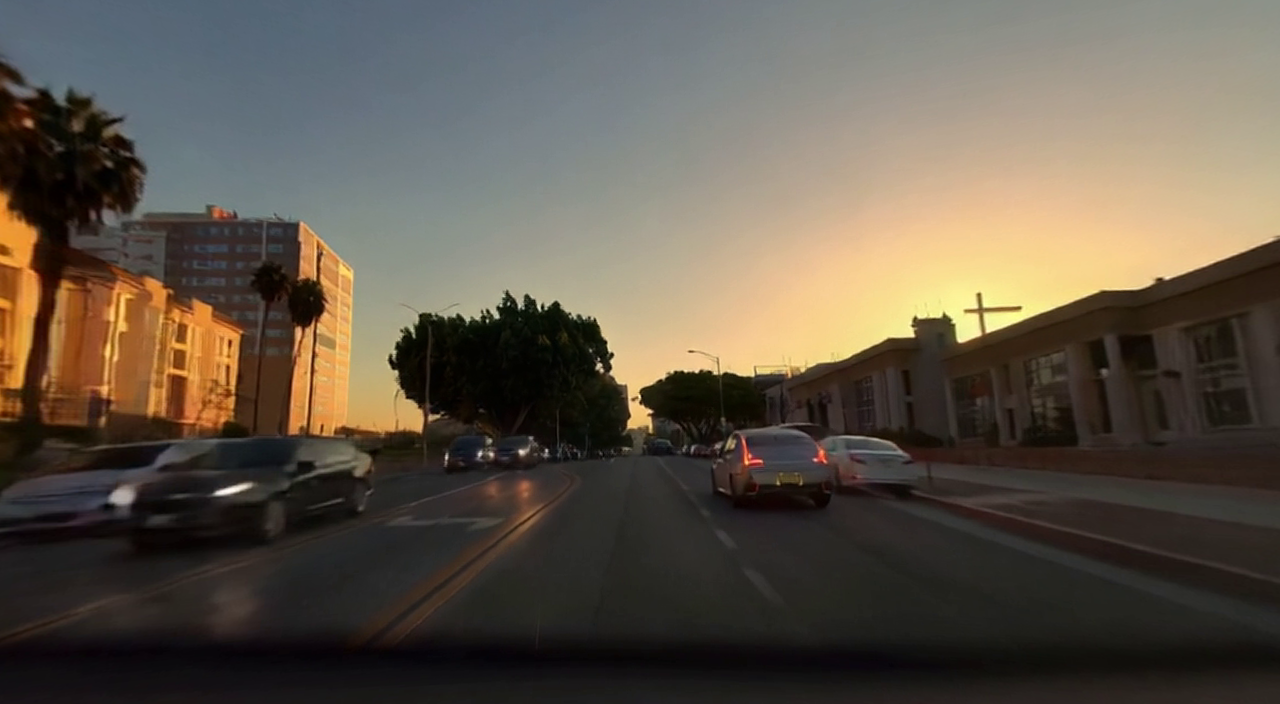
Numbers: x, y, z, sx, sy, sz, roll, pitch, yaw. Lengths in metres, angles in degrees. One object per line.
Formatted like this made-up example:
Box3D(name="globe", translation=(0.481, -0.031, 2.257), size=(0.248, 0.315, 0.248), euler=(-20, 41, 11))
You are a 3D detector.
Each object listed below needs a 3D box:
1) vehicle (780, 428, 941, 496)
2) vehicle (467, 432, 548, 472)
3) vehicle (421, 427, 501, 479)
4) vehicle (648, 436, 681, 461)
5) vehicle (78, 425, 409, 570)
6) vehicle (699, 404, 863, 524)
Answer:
Box3D(name="vehicle", translation=(5.276, 2.764, 16.061), size=(2.166, 1.399, 5.177), euler=(-1, -9, -1))
Box3D(name="vehicle", translation=(-5.318, 4.141, 26.098), size=(2.153, 1.469, 4.939), euler=(-1, -9, 2))
Box3D(name="vehicle", translation=(-8.465, 4.871, 30.375), size=(2.100, 2.227, 5.094), euler=(-1, -9, 3))
Box3D(name="vehicle", translation=(1.778, 6.938, 45.379), size=(2.196, 1.655, 3.939), euler=(-1, -9, 3))
Box3D(name="vehicle", translation=(-5.568, 2.106, 9.851), size=(2.171, 1.676, 4.523), euler=(-1, -9, 1))
Box3D(name="vehicle", translation=(2.414, 2.108, 12.130), size=(1.995, 1.858, 4.333), euler=(0, -9, -2))
